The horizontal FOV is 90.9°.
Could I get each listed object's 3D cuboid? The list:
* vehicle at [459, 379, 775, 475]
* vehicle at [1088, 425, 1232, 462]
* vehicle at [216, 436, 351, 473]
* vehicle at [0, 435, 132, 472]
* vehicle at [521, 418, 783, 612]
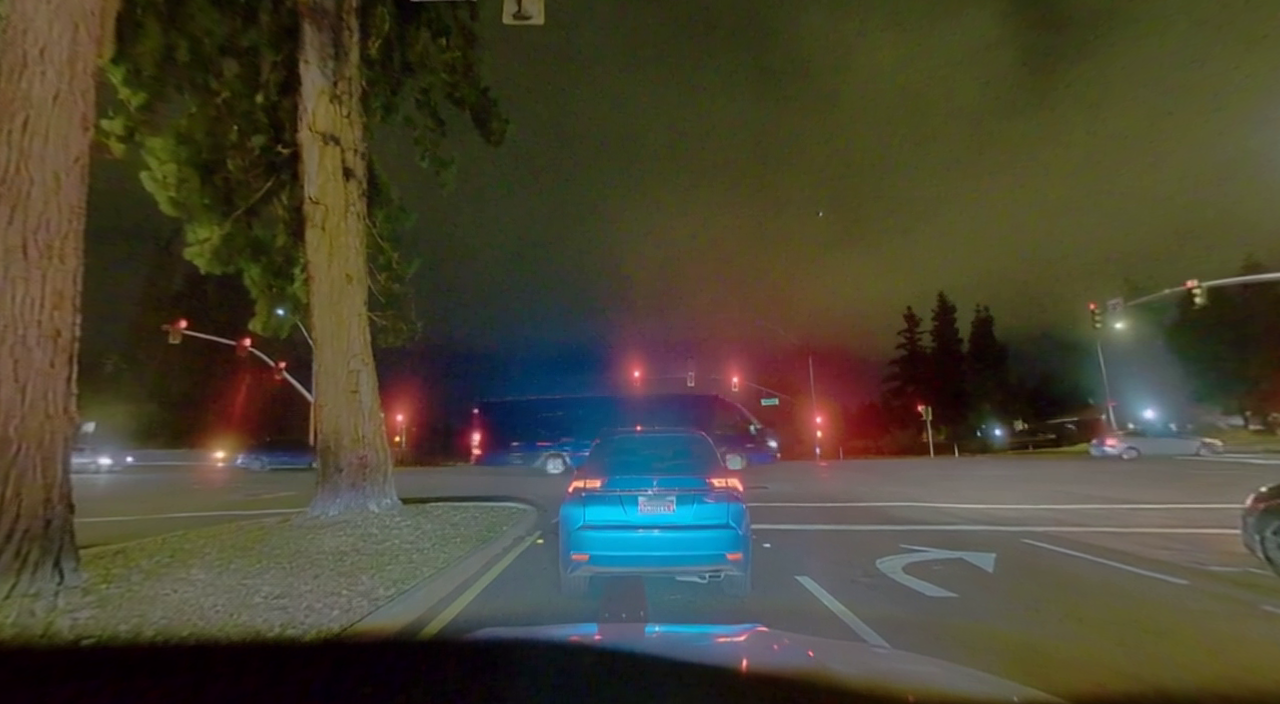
[{"bbox_3d":[-0.770,2.729,22.648,10.544,3.126,2.909,0,-8,1],"label":"vehicle"},{"bbox_3d":[21.536,3.827,26.255,4.399,1.445,1.769,0,-9,0],"label":"vehicle"},{"bbox_3d":[-14.886,4.282,26.501,4.517,1.471,1.854,0,-8,0],"label":"vehicle"},{"bbox_3d":[-27.250,4.806,29.968,4.450,1.684,1.894,0,-8,0],"label":"vehicle"},{"bbox_3d":[0.057,1.553,6.889,2.041,1.485,3.813,0,-8,-1],"label":"vehicle"}]
